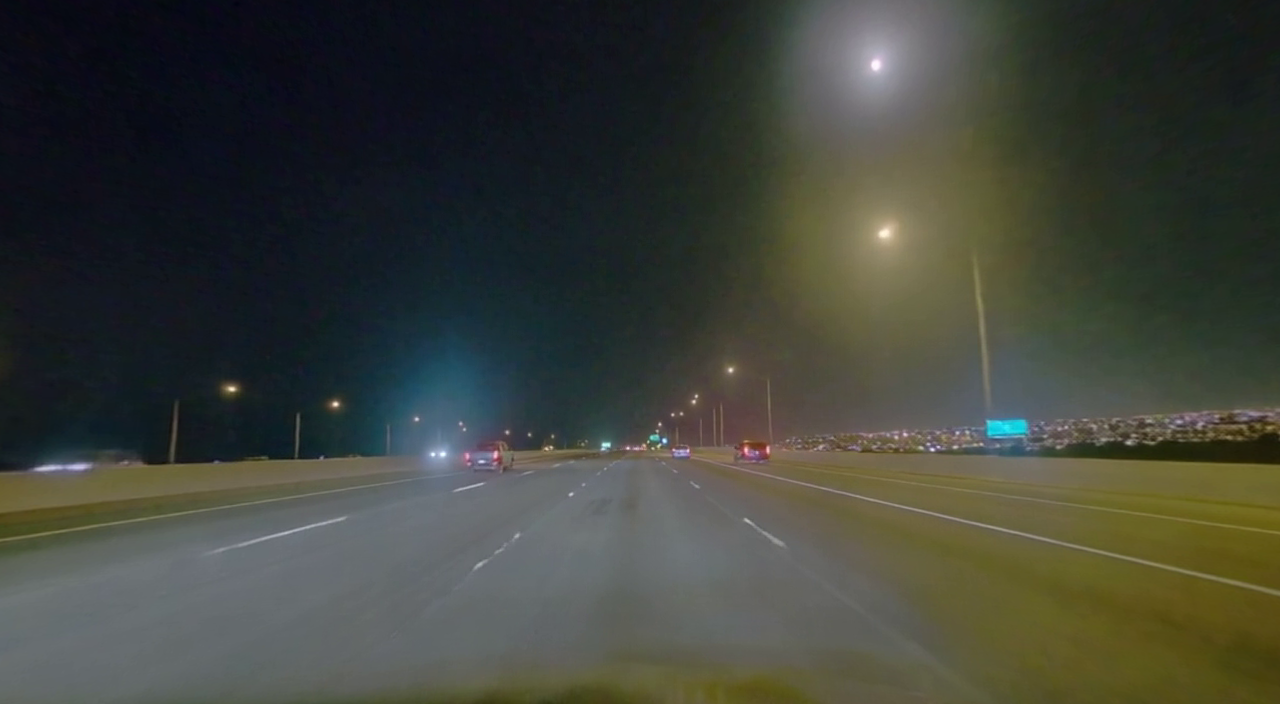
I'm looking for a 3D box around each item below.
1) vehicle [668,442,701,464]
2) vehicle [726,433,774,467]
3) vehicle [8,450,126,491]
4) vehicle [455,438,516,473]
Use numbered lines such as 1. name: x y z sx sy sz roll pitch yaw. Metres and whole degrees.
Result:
1. vehicle: 3.114 7.207 45.273 2.000 1.533 3.770 0 -8 -1
2. vehicle: 6.852 6.169 39.859 2.065 1.953 4.605 0 -8 -1
3. vehicle: -25.752 5.316 28.590 1.969 1.614 3.564 1 -8 -1
4. vehicle: -8.160 5.500 33.951 2.083 1.696 5.464 1 -8 -2
